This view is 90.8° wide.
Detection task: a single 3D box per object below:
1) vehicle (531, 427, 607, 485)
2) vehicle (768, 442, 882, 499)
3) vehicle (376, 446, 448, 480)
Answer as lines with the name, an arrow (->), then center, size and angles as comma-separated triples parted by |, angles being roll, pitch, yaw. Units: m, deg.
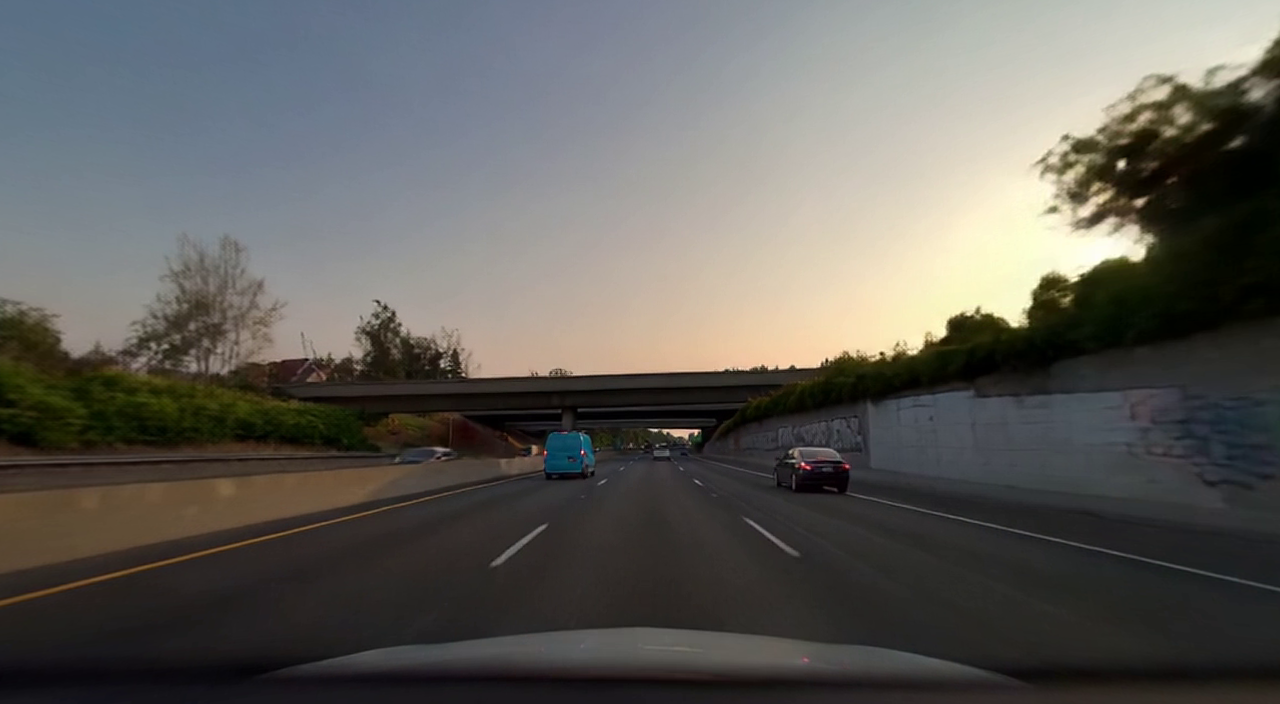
vehicle -> -2.652, 4.057, 24.907 | 2.310, 2.030, 5.094 | 0, -8, 1
vehicle -> 5.370, 3.482, 19.048 | 1.972, 1.492, 4.623 | 0, -8, -1
vehicle -> -11.586, 5.627, 32.375 | 1.948, 1.598, 4.306 | 0, -8, 1
